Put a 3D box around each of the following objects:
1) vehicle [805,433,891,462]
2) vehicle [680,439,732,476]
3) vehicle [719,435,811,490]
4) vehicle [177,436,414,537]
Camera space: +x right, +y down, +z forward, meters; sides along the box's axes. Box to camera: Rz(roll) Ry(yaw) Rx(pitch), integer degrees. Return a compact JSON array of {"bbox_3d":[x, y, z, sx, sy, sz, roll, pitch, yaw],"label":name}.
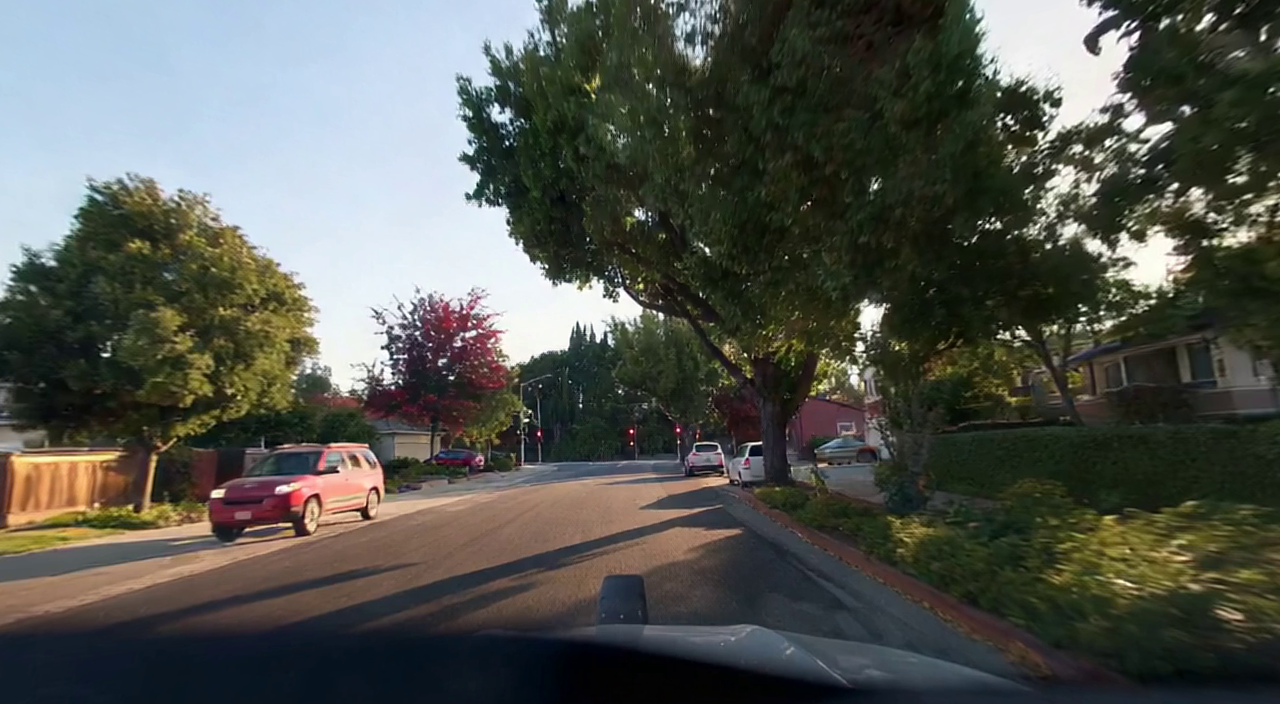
[{"bbox_3d":[12.368,5.720,37.814,4.470,1.624,2.047,-1,-9,5],"label":"vehicle"},{"bbox_3d":[3.045,4.983,30.171,2.037,1.595,4.536,-1,-8,0],"label":"vehicle"},{"bbox_3d":[3.975,3.611,20.981,2.043,1.585,4.687,0,-8,-1],"label":"vehicle"},{"bbox_3d":[-6.967,2.718,13.485,2.119,1.760,4.294,-2,-9,10],"label":"vehicle"}]
